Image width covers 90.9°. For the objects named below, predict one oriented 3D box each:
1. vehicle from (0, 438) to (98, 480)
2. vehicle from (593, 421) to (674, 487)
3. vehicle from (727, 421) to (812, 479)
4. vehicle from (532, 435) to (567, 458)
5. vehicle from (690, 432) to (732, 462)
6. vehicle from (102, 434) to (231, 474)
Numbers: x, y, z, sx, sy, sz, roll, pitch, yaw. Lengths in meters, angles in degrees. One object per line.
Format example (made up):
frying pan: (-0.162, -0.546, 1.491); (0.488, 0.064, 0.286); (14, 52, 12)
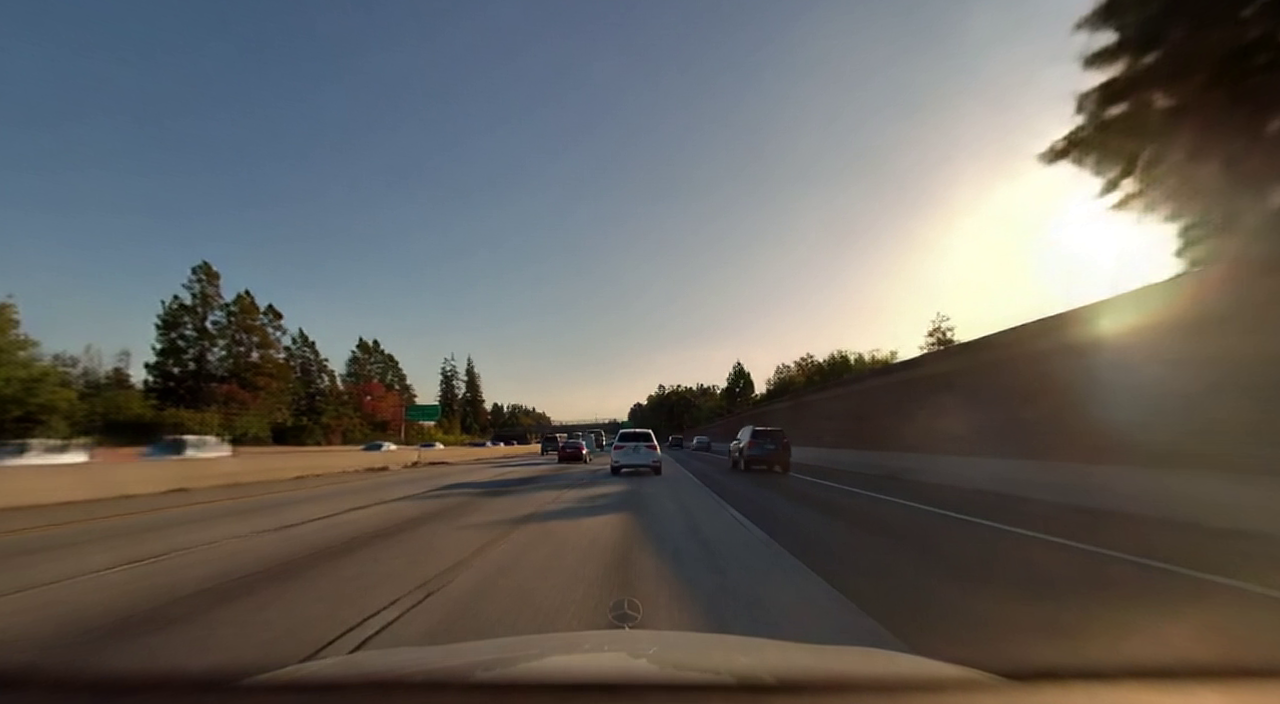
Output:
vehicle: (-29.231, 5.013, 29.802); (2.136, 1.808, 5.688); (0, -9, 0)
vehicle: (-0.171, 3.124, 19.483); (2.233, 1.804, 4.273); (0, -9, 0)
vehicle: (4.439, 3.456, 22.275); (2.017, 1.847, 4.299); (0, -9, -1)
vehicle: (-7.017, 7.381, 49.111); (2.024, 1.706, 4.249); (0, -9, 1)
vehicle: (4.133, 5.605, 37.311); (2.001, 1.651, 3.916); (0, -9, 0)
vehicle: (-21.861, 4.735, 29.462); (2.109, 1.685, 5.009); (0, -9, 1)
